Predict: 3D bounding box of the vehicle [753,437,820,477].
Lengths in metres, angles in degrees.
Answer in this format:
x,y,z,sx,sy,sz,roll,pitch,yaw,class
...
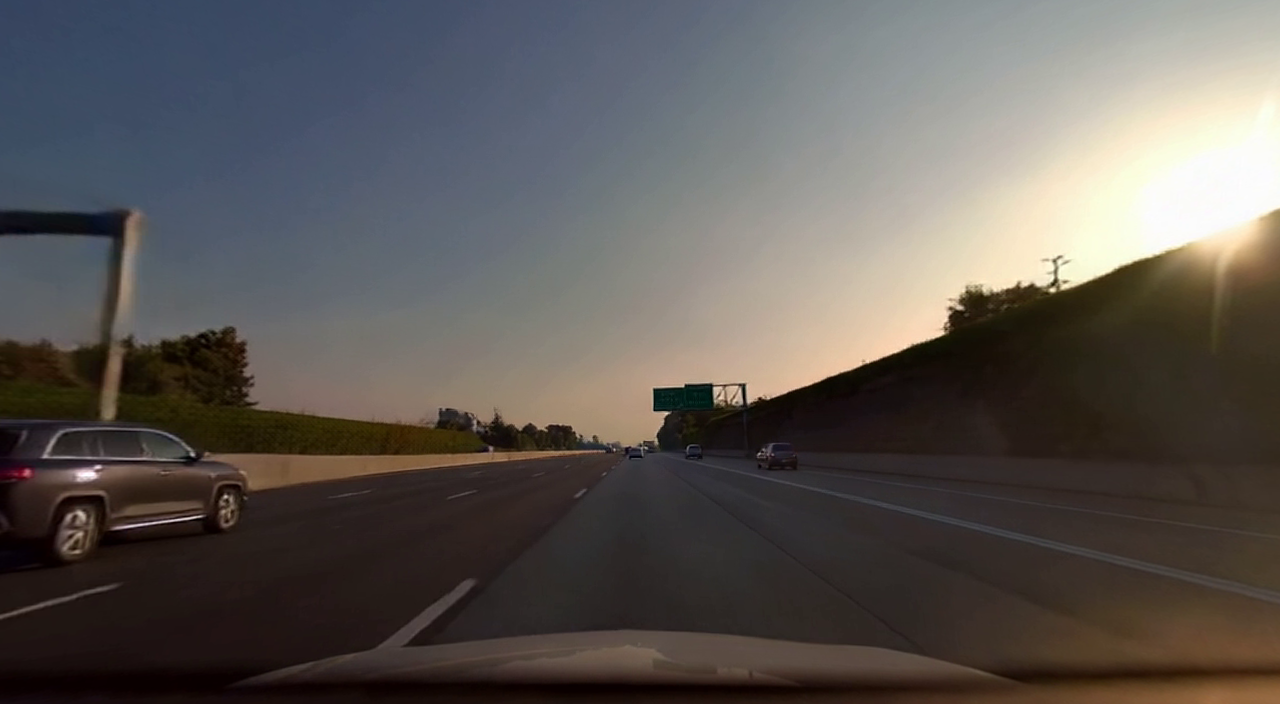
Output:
x,y,z,sx,sy,sz,roll,pitch,yaw,class
7.052,5.091,30.777,2.167,1.781,4.340,0,-9,-1,vehicle

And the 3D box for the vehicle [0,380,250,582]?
x,y,z,sx,sy,sz,roll,pitch,yaw,class
-7.630,1.503,7.651,2.431,2.005,5.166,0,-9,0,vehicle
